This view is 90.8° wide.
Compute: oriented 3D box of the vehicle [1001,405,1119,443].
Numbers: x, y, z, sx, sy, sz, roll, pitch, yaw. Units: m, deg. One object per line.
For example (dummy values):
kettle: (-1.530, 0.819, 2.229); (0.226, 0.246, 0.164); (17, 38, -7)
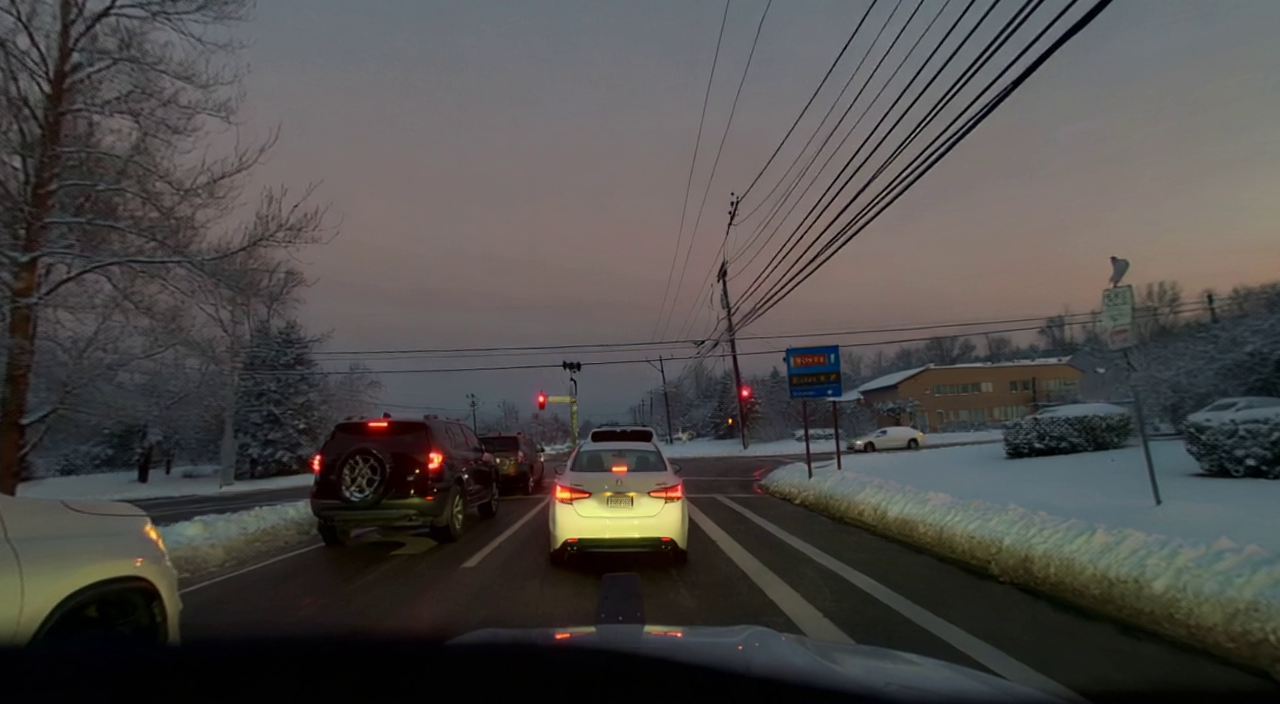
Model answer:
vehicle: (26.832, 4.643, 40.508); (5.782, 2.286, 2.223); (-1, -9, 4)

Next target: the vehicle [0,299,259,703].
vehicle: (-3.592, 0.630, 1.530); (2.085, 1.943, 5.053); (0, -8, 1)

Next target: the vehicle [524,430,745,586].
vehicle: (-0.098, 1.803, 8.140); (2.121, 1.474, 3.968); (0, -8, -1)

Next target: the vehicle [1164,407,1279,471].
vehicle: (17.023, 2.544, 18.283); (1.858, 1.622, 4.491); (-5, -10, 28)

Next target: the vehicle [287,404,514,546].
vehicle: (-3.849, 2.088, 11.370); (2.147, 1.963, 4.927); (0, -8, 0)
